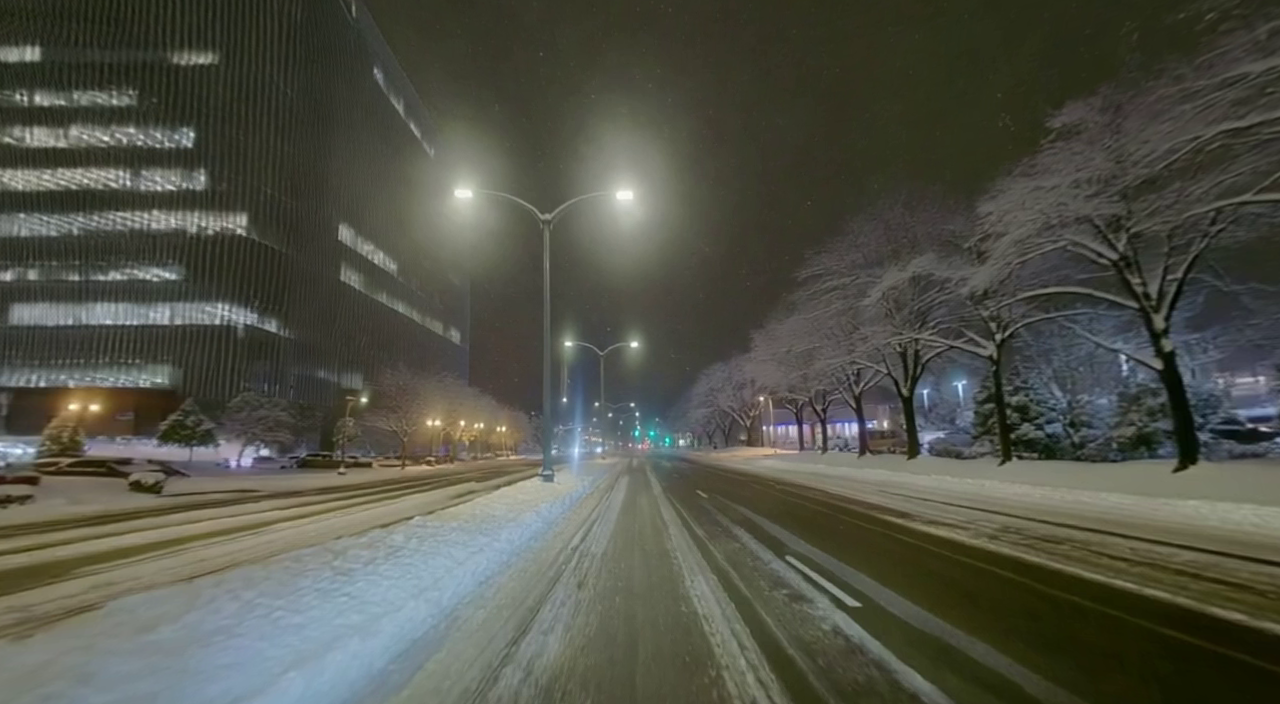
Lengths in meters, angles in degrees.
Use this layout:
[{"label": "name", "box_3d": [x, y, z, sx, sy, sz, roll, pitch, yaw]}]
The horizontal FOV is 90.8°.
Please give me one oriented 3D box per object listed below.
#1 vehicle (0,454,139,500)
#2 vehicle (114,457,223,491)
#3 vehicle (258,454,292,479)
[{"label": "vehicle", "box_3d": [-25.448, 5.545, 28.410, 2.080, 1.812, 4.737, 0, -8, -3]}, {"label": "vehicle", "box_3d": [-25.504, 6.588, 34.293, 1.930, 1.600, 4.411, -13, -14, 44]}, {"label": "vehicle", "box_3d": [-26.923, 8.422, 46.624, 1.969, 1.682, 4.542, 5, -10, -30]}]
